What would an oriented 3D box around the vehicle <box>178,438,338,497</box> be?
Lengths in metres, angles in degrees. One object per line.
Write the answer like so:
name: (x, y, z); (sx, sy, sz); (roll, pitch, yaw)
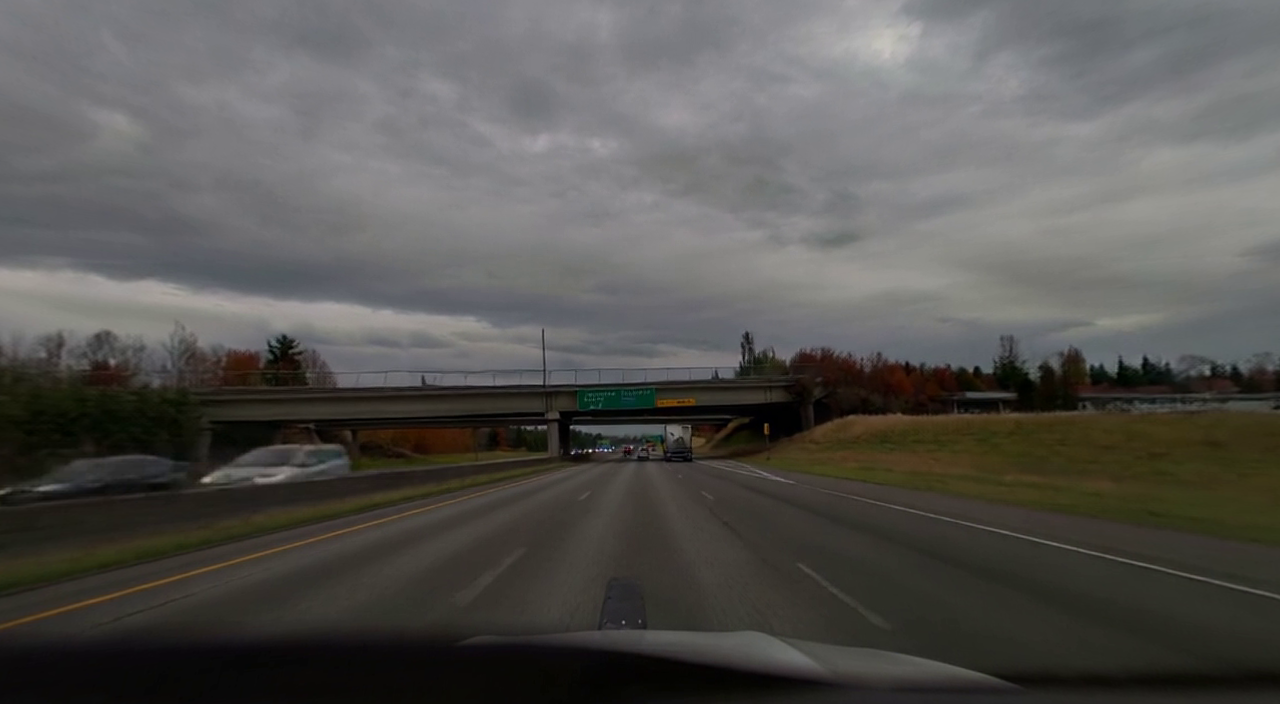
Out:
vehicle: (-11.326, 3.448, 19.171); (1.990, 1.545, 4.519); (0, -9, 1)
